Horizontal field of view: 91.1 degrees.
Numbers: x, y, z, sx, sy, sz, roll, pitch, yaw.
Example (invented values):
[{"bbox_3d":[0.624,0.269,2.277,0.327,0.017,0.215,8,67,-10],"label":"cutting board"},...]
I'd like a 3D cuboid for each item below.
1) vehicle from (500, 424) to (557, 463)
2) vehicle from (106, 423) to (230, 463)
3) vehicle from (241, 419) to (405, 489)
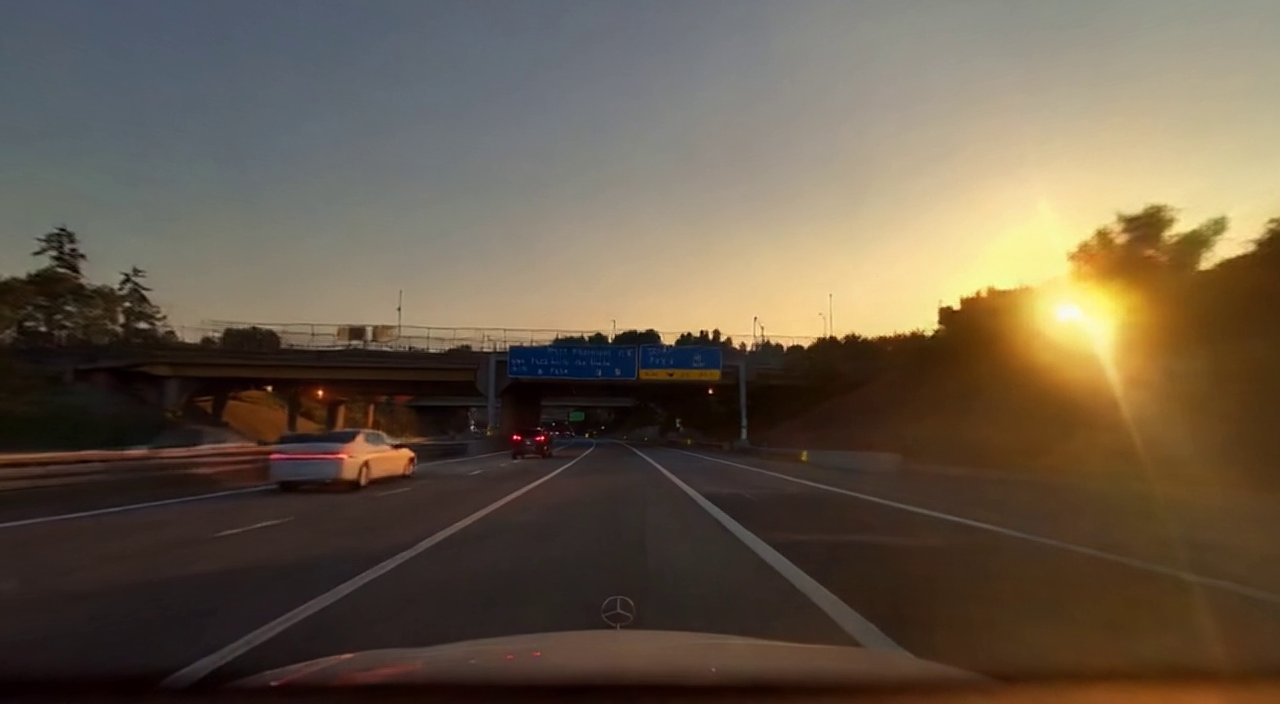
[{"bbox_3d":[-5.288,4.404,30.335,2.007,1.727,4.040,0,-8,-1],"label":"vehicle"},{"bbox_3d":[-20.013,3.875,26.944,2.038,1.533,4.288,0,-8,-1],"label":"vehicle"},{"bbox_3d":[-8.421,2.764,17.316,2.148,1.635,4.670,1,-8,-2],"label":"vehicle"}]
